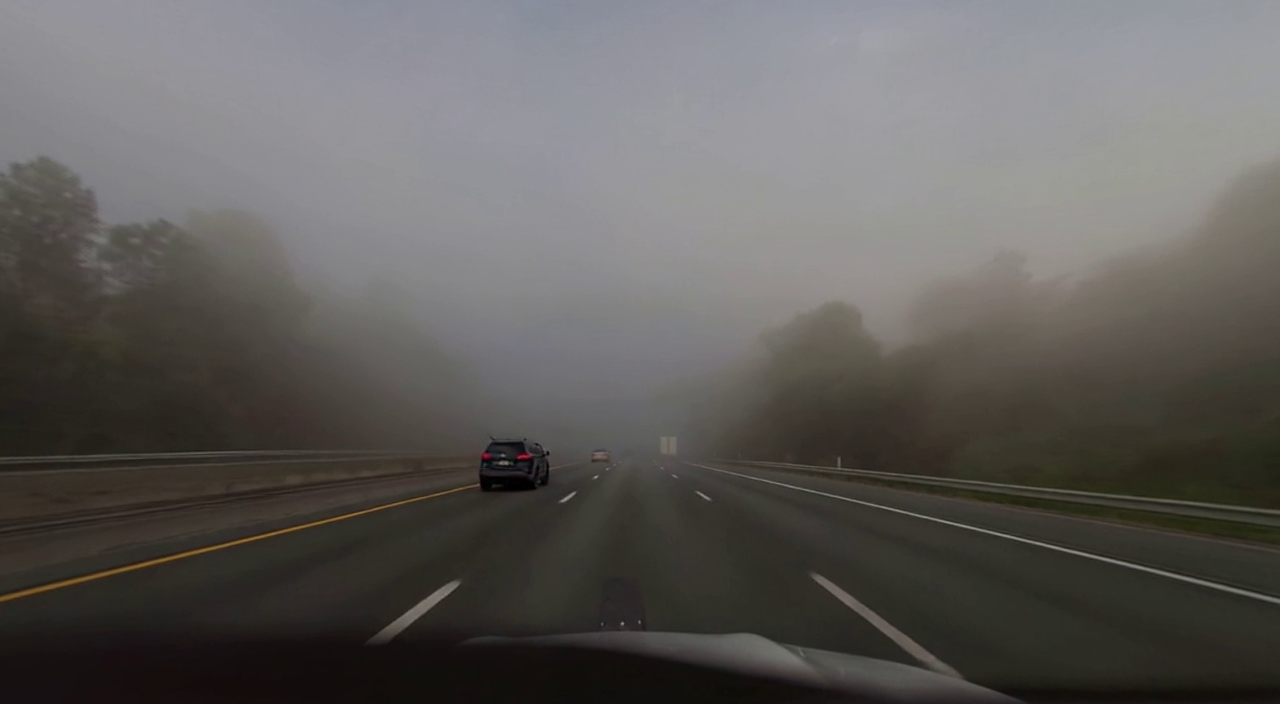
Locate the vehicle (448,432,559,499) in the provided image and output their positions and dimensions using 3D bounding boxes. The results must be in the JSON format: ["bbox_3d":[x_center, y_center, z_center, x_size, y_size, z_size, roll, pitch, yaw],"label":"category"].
[{"bbox_3d":[-3.751,3.224,18.221,2.108,1.666,4.558,0,-9,1],"label":"vehicle"}]
